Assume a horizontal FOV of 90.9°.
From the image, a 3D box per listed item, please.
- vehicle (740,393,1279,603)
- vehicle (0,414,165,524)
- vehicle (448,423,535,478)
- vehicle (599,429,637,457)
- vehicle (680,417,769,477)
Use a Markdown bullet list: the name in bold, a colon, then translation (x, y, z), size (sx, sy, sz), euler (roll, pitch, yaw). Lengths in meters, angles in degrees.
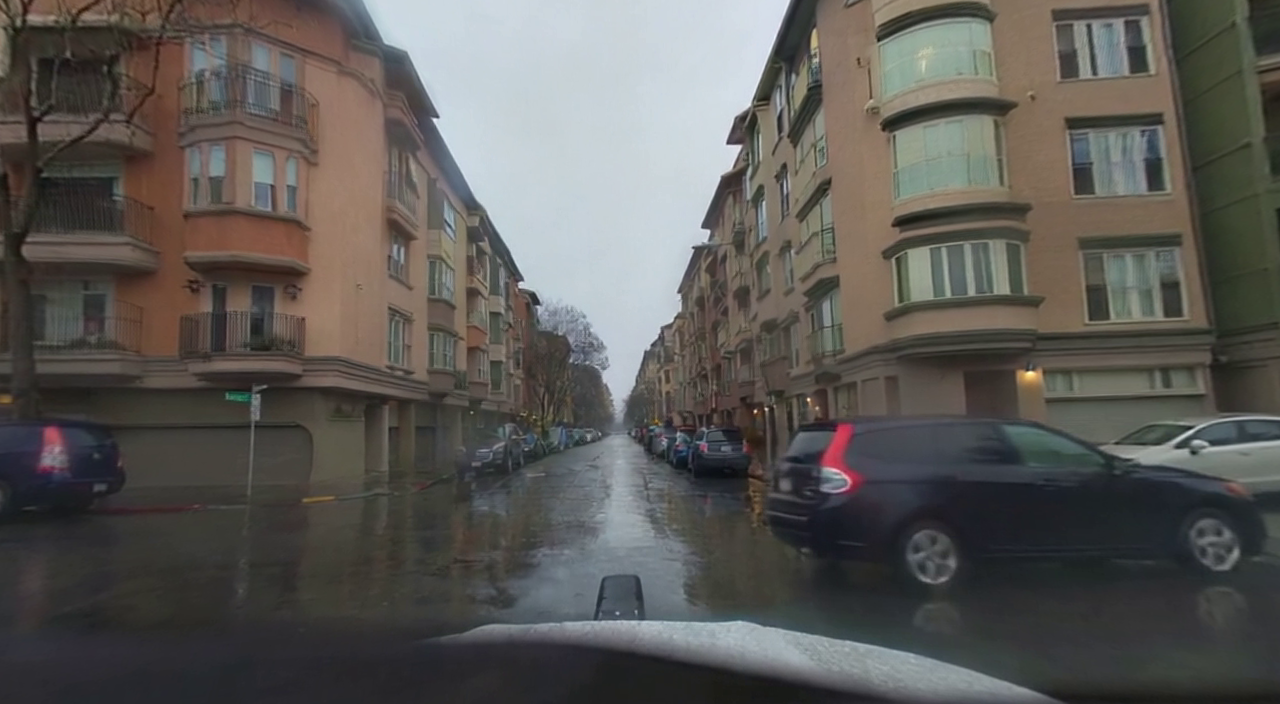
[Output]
- **vehicle**: translation (3.432, 1.258, 6.091), size (4.469, 1.566, 1.993), euler (1, -7, -8)
- **vehicle**: translation (-11.045, 1.869, 10.392), size (4.679, 1.631, 2.025), euler (1, -8, -2)
- **vehicle**: translation (-4.226, 2.858, 18.488), size (1.882, 1.459, 3.518), euler (1, -8, -4)
- **vehicle**: translation (-1.378, 5.831, 40.597), size (2.341, 1.675, 4.360), euler (0, -8, -1)
- **vehicle**: translation (2.326, 2.752, 18.371), size (1.868, 1.544, 3.869), euler (1, -8, -3)
